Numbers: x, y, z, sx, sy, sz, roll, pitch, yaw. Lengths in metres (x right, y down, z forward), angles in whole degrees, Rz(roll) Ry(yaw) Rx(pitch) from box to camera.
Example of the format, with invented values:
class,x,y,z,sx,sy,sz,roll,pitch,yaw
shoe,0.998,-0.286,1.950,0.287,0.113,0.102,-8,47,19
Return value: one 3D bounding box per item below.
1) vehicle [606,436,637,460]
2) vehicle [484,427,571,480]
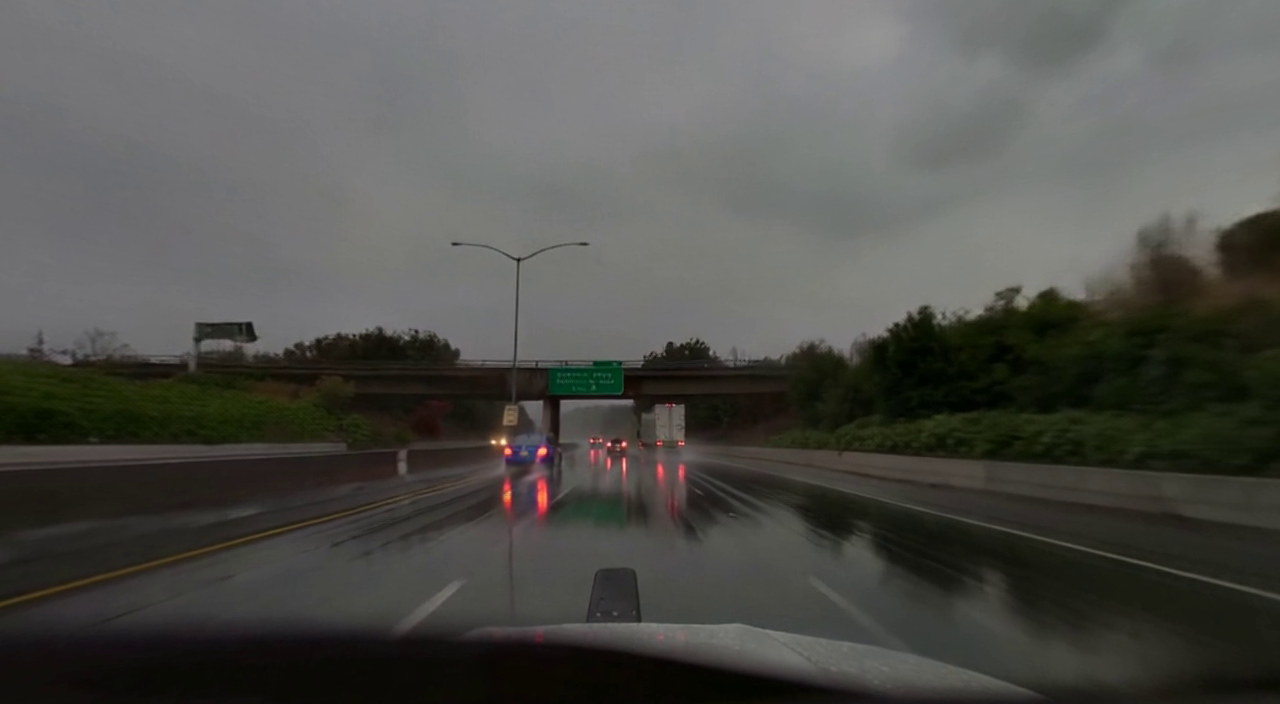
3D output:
class,x,y,z,sx,sy,sz,roll,pitch,yaw
vehicle,-1.294,6.731,44.290,2.125,1.542,3.816,0,-8,-2
vehicle,-4.016,3.736,23.419,2.377,1.747,4.703,0,-8,0
